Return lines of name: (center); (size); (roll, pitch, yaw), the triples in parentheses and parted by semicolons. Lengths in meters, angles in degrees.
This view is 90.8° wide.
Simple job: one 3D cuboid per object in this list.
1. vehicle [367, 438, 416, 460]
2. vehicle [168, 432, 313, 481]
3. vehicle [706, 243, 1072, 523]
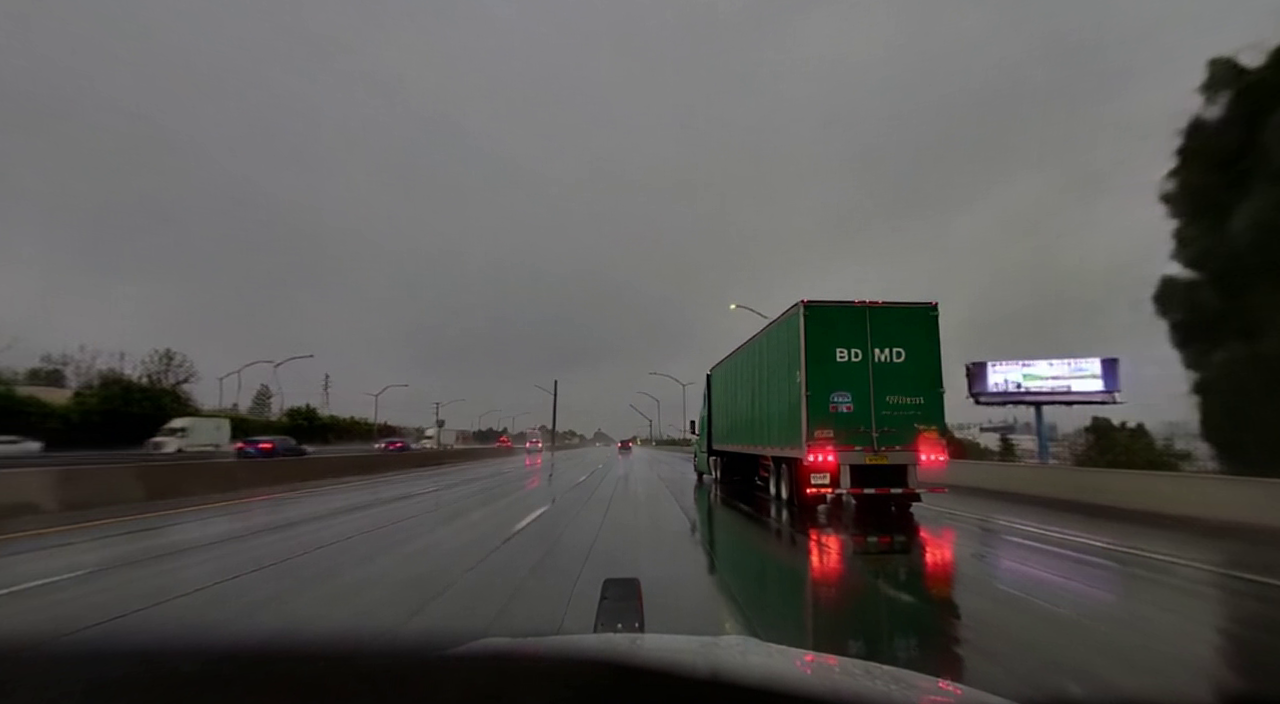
vehicle: (-18.704, 7.337, 47.714); (1.913, 1.540, 4.540); (0, -8, -1)
vehicle: (-14.774, 3.902, 23.821); (1.970, 1.618, 5.364); (0, -8, 0)
vehicle: (4.216, 1.469, 16.328); (2.891, 3.944, 15.051); (0, -8, -2)
